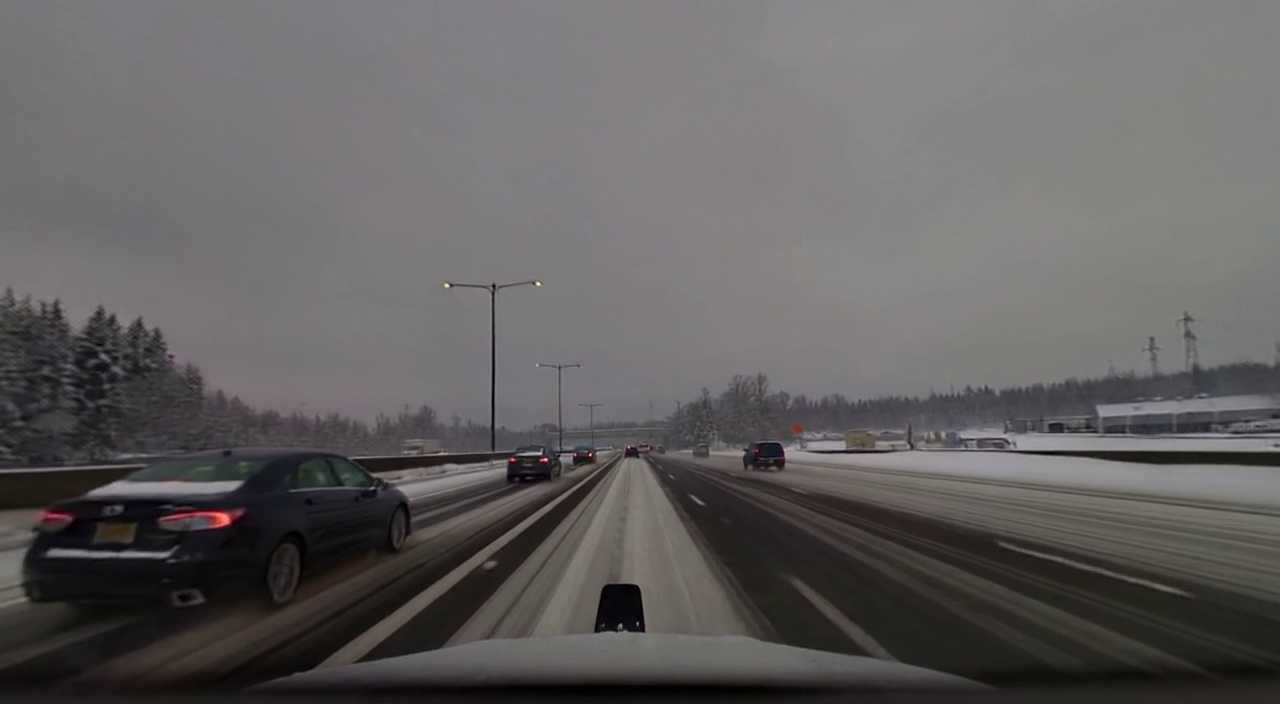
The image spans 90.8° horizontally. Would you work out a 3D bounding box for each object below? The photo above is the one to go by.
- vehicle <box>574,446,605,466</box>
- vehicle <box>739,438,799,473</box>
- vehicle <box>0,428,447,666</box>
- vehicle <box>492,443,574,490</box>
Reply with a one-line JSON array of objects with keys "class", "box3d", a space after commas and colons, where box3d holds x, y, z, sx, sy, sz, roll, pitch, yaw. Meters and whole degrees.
[{"class": "vehicle", "box3d": [-3.831, 7.983, 48.663, 2.078, 1.464, 4.093, 0, -9, 0]}, {"class": "vehicle", "box3d": [6.827, 5.547, 33.963, 2.147, 1.769, 4.666, 0, -9, -1]}, {"class": "vehicle", "box3d": [-3.520, 1.522, 6.056, 1.959, 1.433, 4.291, 0, -9, 0]}, {"class": "vehicle", "box3d": [-3.651, 4.012, 22.454, 2.047, 1.469, 4.614, 0, -9, 1]}]
